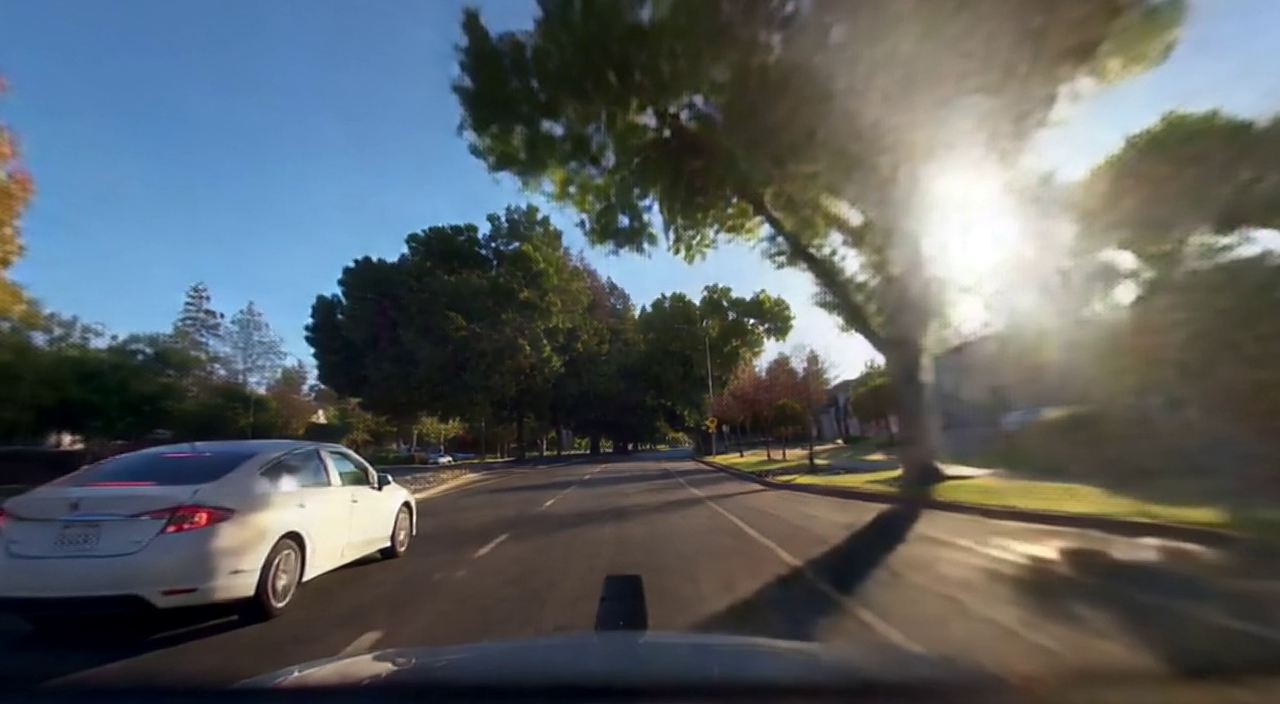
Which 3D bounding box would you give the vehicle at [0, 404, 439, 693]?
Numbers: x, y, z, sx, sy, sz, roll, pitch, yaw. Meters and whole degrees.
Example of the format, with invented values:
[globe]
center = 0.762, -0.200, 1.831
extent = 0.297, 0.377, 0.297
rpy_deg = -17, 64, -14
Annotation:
[vehicle]
center = -3.463, 1.361, 5.574
extent = 1.915, 1.521, 4.283
rpy_deg = 0, -8, 1
